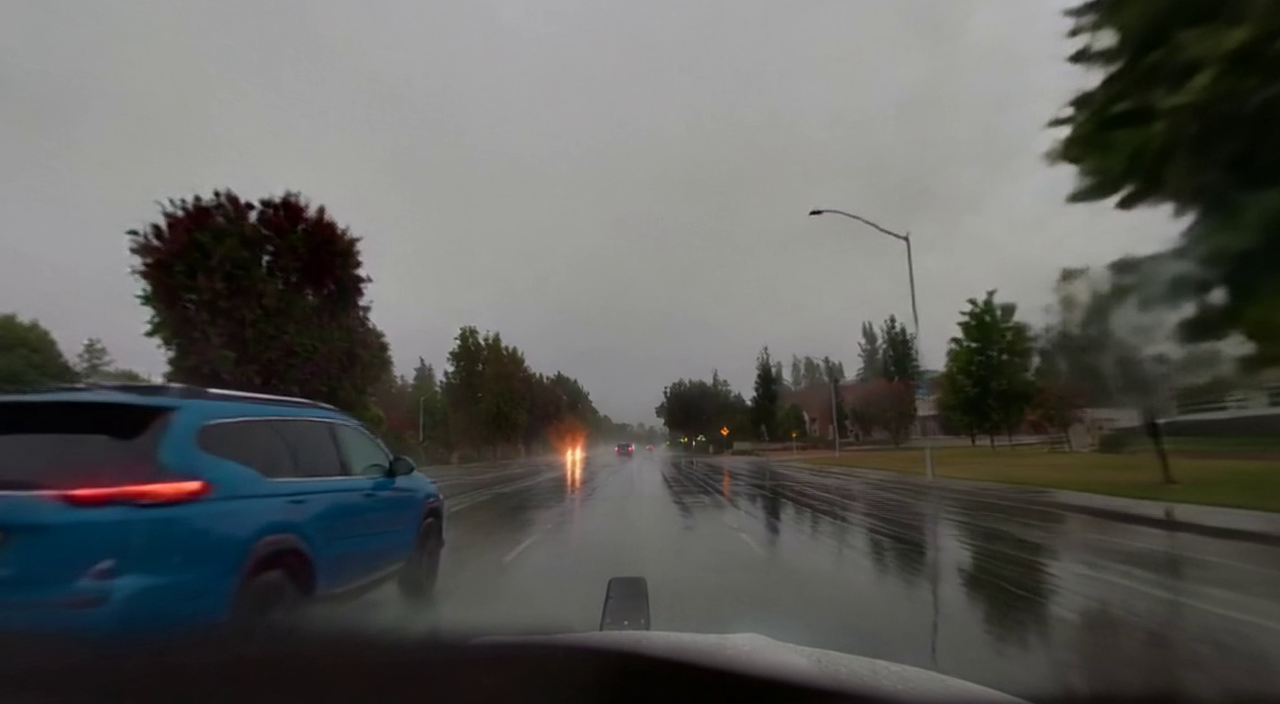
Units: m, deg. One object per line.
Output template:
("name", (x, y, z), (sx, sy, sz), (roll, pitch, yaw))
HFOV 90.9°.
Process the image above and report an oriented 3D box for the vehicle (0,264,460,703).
("vehicle", (-3.038, 0.997, 4.222), (2.179, 1.851, 4.756), (0, -9, 1))
